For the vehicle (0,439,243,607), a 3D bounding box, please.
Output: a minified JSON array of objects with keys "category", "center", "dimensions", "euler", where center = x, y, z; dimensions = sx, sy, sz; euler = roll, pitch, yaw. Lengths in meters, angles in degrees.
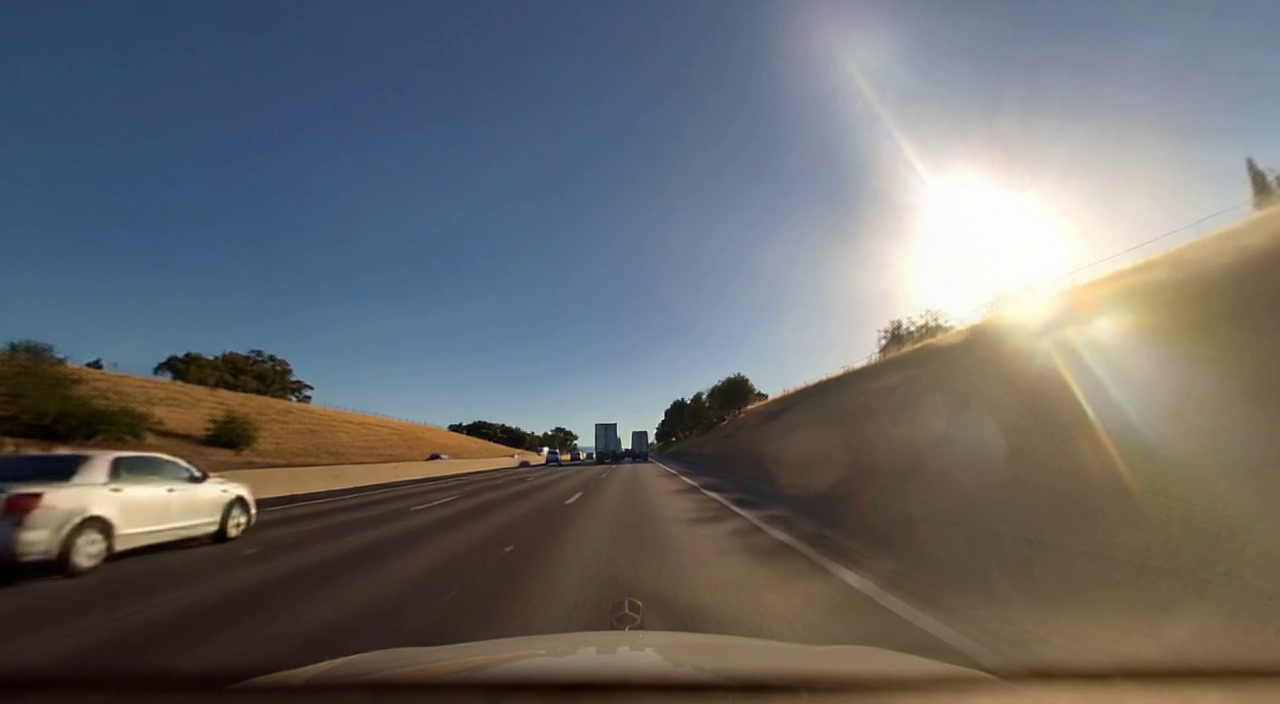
[{"category":"vehicle","center":[-6.709,1.653,6.440],"dimensions":[2.036,1.474,5.011],"euler":[0,-9,0]}]
